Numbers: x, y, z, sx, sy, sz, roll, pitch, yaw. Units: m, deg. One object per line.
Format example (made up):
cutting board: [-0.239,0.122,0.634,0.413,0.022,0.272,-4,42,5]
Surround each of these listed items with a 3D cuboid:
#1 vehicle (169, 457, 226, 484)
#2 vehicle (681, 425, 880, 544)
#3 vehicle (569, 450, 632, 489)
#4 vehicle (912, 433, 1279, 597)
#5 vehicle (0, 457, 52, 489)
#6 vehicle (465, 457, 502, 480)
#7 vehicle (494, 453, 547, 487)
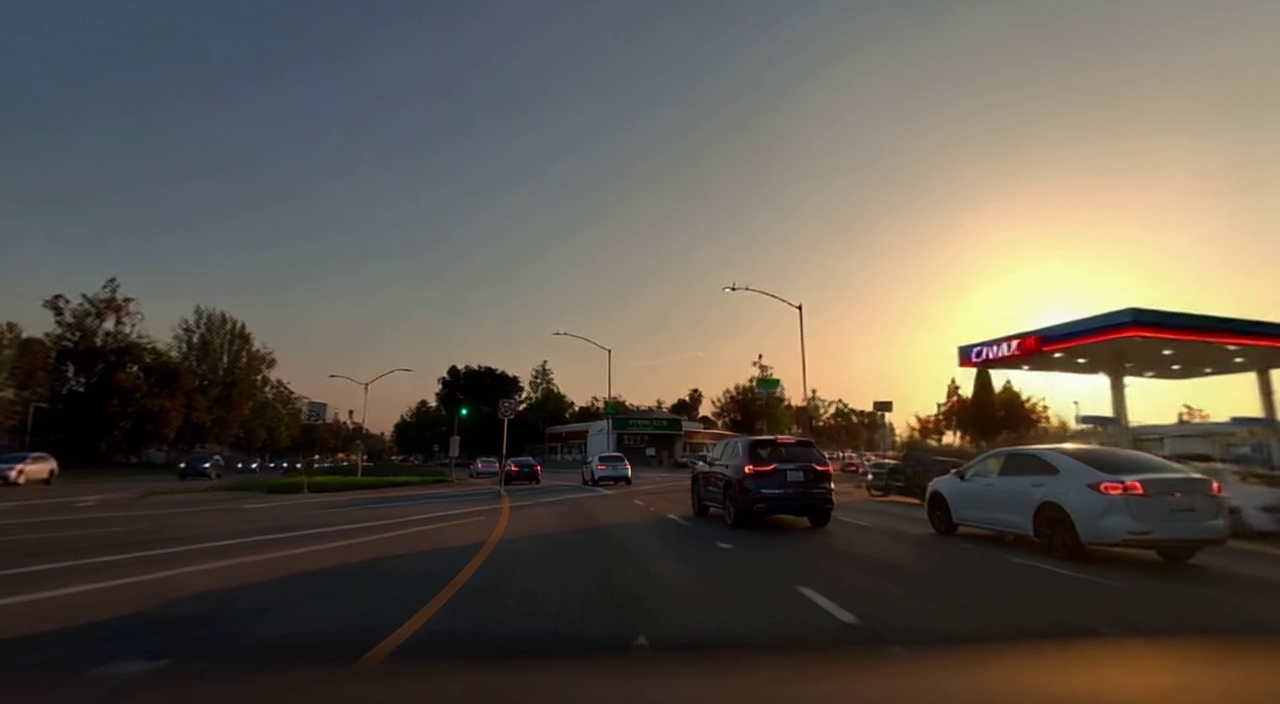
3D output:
vehicle: [-28.593,7.646,40.850,1.821,1.521,3.874,5,-10,-18]
vehicle: [2.362,2.428,12.145,2.184,1.777,4.712,3,-9,-8]
vehicle: [-1.939,5.441,29.498,2.012,1.612,4.114,4,-9,-16]
vehicle: [5.722,2.000,8.578,1.881,1.604,4.289,2,-9,-4]
vehicle: [-33.412,6.307,33.142,1.788,1.479,4.506,5,-10,-19]
vehicle: [-12.221,9.020,49.046,2.193,1.609,3.874,5,-10,-20]
vehicle: [-6.152,5.946,32.082,2.107,1.527,4.174,5,-10,-17]
